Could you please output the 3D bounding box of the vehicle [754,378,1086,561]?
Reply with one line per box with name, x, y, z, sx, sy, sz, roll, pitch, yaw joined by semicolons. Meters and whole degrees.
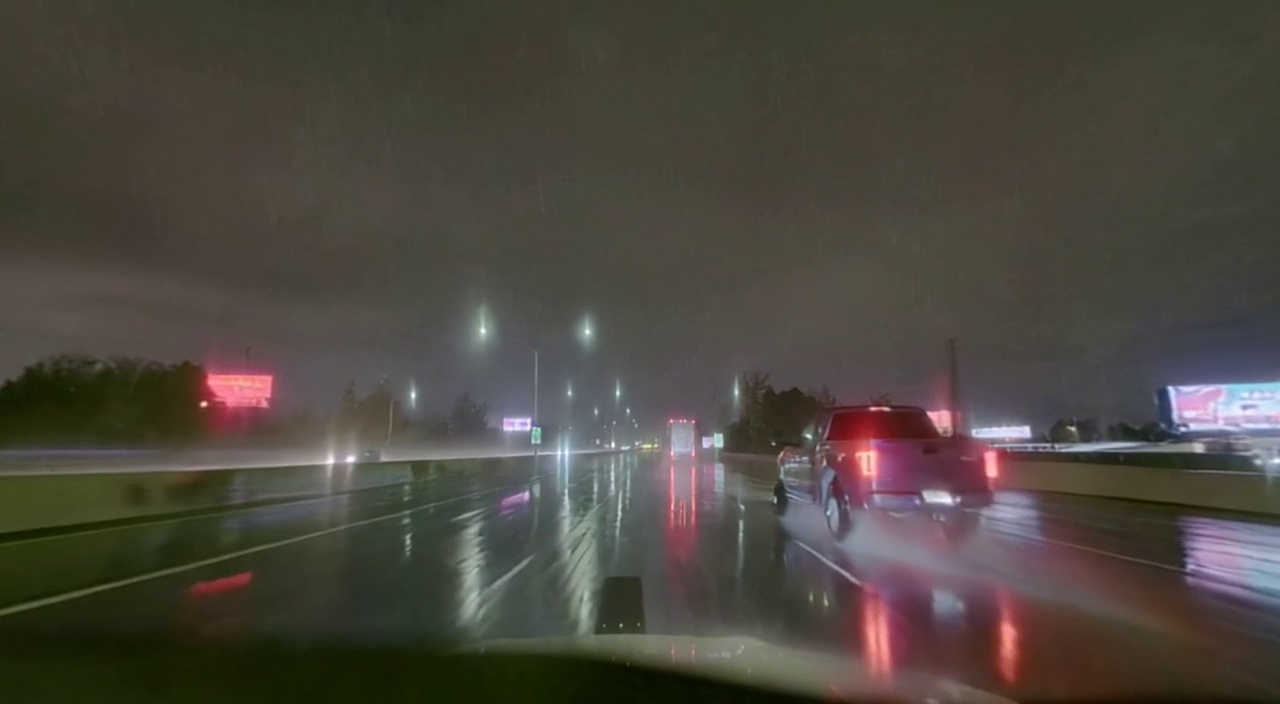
vehicle;3.872;1.874;10.645;2.740;2.157;6.300;0;-9;0
